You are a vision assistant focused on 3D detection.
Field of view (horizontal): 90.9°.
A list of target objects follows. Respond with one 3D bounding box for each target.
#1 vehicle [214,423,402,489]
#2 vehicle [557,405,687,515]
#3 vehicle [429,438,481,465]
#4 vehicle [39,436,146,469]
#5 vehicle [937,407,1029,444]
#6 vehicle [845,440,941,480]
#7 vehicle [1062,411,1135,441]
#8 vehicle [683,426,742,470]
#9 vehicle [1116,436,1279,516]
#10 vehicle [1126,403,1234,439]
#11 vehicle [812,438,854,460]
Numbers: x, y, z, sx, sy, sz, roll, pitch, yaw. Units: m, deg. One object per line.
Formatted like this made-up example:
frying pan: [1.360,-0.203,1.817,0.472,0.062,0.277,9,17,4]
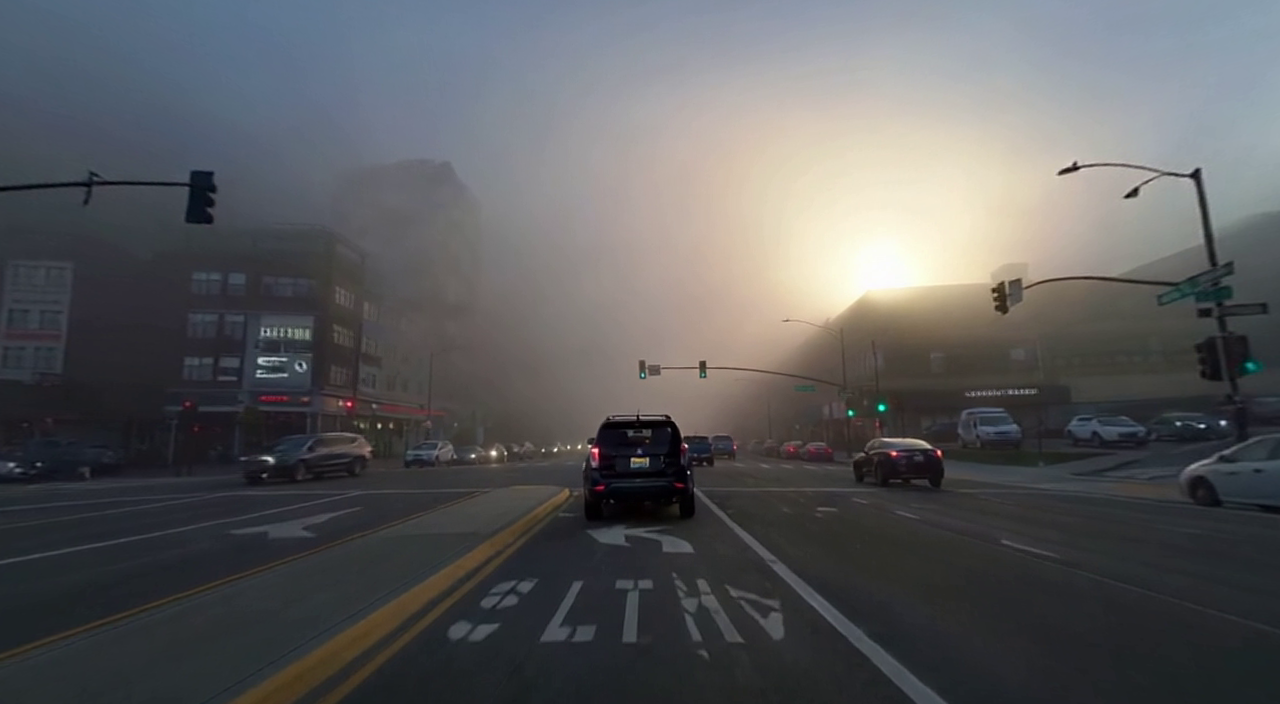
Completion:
vehicle: [-10.581,3.309,20.334,4.827,1.856,2.291,7,-11,-42]
vehicle: [-0.356,2.292,13.779,2.242,1.812,4.993,-3,-8,-1]
vehicle: [-12.523,6.746,43.000,1.993,1.708,5.219,0,-8,0]
vehicle: [-31.709,5.917,36.815,2.060,1.732,5.462,1,-11,-9]
vehicle: [18.640,4.120,34.605,2.123,1.884,5.170,0,-8,1]
vehicle: [9.858,4.223,24.998,1.863,1.426,4.494,0,-8,-1]
vehicle: [24.506,3.942,33.824,1.422,1.496,3.318,1,-6,1]
vehicle: [3.412,4.664,30.720,2.115,1.932,5.189,0,-8,-1]
vehicle: [13.753,2.784,14.650,1.734,1.527,4.531,-3,-8,-1]
vehicle: [29.389,3.711,34.523,1.913,1.651,4.727,3,-3,2]
vehicle: [14.351,7.239,47.137,1.746,1.446,4.475,-3,-8,0]
